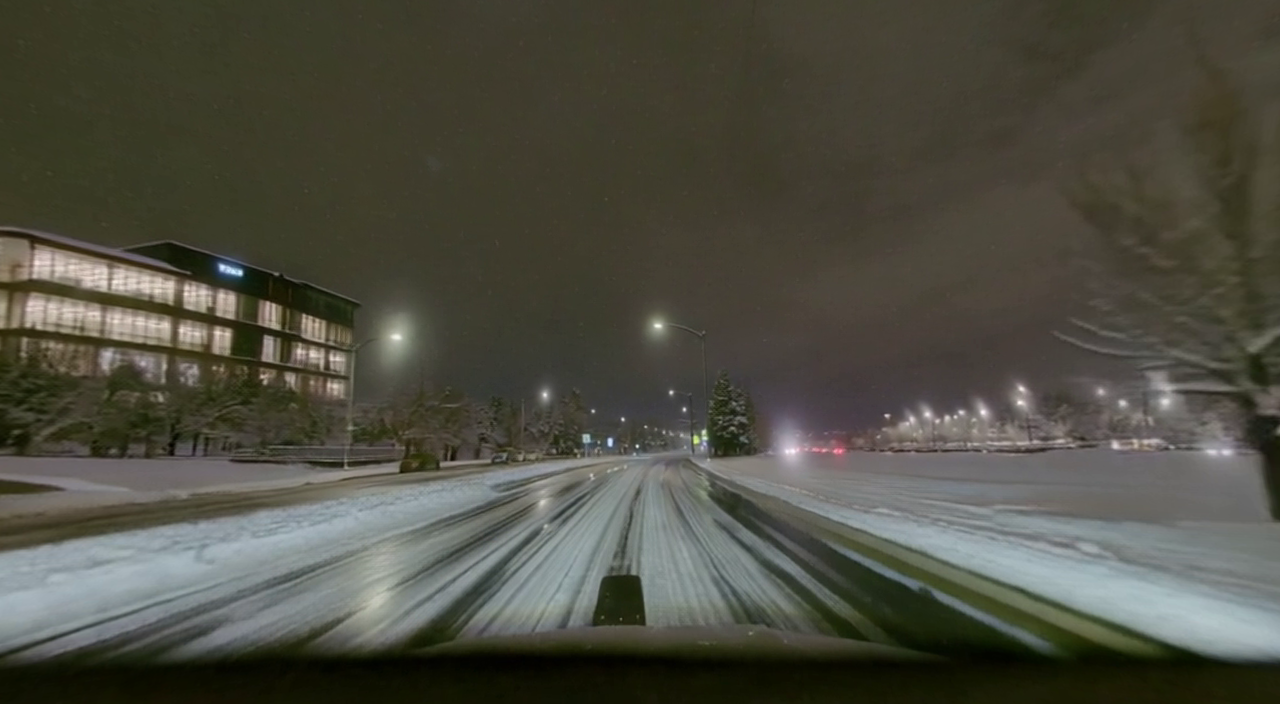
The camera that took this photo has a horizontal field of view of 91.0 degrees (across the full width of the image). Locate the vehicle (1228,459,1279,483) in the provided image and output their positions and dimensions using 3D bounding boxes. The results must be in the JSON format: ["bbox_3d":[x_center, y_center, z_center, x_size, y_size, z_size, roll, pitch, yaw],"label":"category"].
[{"bbox_3d":[42.061,7.890,41.951,1.717,1.459,4.256,0,-8,2],"label":"vehicle"}]
